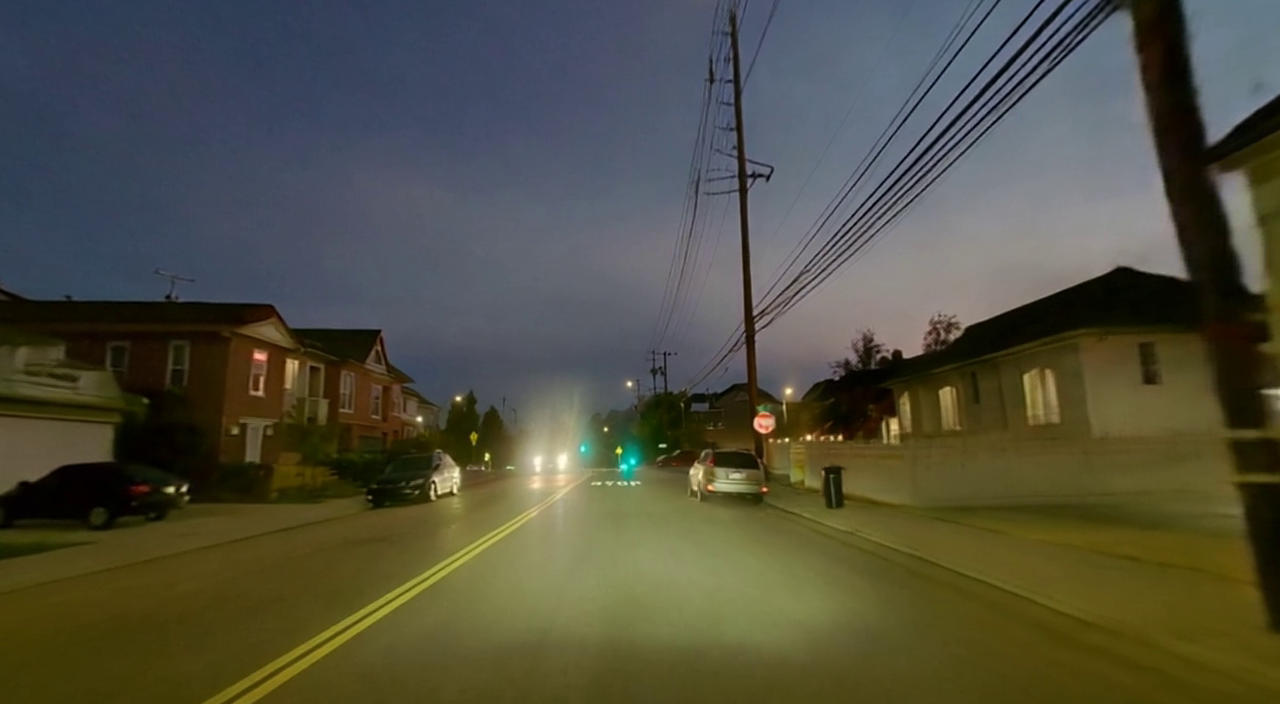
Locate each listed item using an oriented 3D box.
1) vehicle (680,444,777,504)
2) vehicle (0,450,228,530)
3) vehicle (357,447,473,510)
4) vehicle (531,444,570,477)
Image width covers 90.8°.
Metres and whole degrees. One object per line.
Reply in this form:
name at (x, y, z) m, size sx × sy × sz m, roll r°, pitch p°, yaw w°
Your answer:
vehicle at (2.397, 3.469, 18.398) m, size 2.080 × 1.531 × 4.415 m, roll 0°, pitch -9°, yaw -1°
vehicle at (-12.330, 3.099, 14.506) m, size 4.266 × 1.674 × 1.933 m, roll 0°, pitch -9°, yaw -2°
vehicle at (-7.256, 4.082, 20.991) m, size 2.156 × 1.728 × 4.619 m, roll -2°, pitch -8°, yaw 0°
vehicle at (-5.687, 6.818, 39.988) m, size 2.277 × 1.970 × 4.512 m, roll 1°, pitch -9°, yaw -8°
